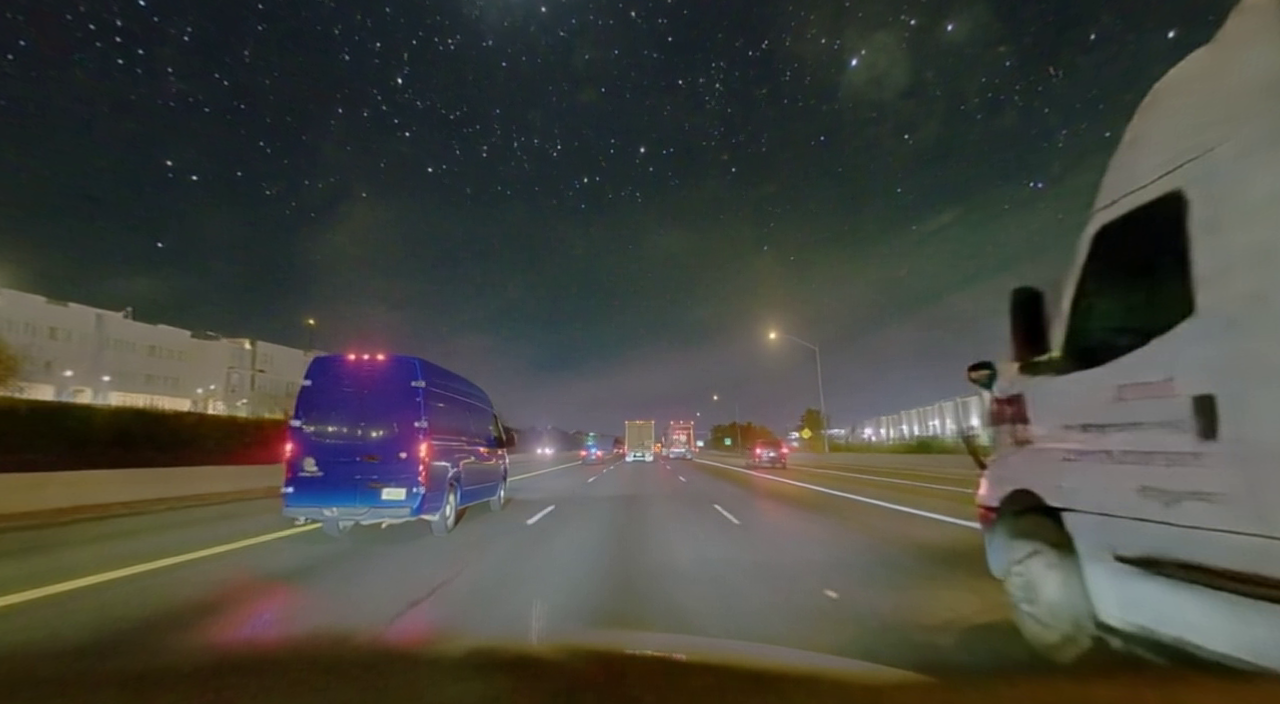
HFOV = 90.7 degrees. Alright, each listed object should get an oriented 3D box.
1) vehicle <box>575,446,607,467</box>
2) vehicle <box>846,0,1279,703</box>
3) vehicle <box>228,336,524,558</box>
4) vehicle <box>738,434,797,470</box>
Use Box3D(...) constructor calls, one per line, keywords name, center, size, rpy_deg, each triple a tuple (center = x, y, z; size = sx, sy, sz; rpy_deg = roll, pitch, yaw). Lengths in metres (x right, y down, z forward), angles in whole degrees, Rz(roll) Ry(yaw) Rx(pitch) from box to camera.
Box3D(name="vehicle", center=(-3.626, 7.781, 47.477), size=(2.024, 1.472, 4.014), rpy_deg=(0, -9, 0))
Box3D(name="vehicle", center=(3.620, -0.156, 2.660), size=(3.011, 3.900, 6.798), rpy_deg=(0, -9, -1))
Box3D(name="vehicle", center=(-4.017, 1.705, 11.603), size=(2.557, 2.855, 6.674), rpy_deg=(0, -9, 0))
Box3D(name="vehicle", center=(7.228, 5.743, 36.487), size=(2.216, 1.918, 5.742), rpy_deg=(0, -9, 0))
